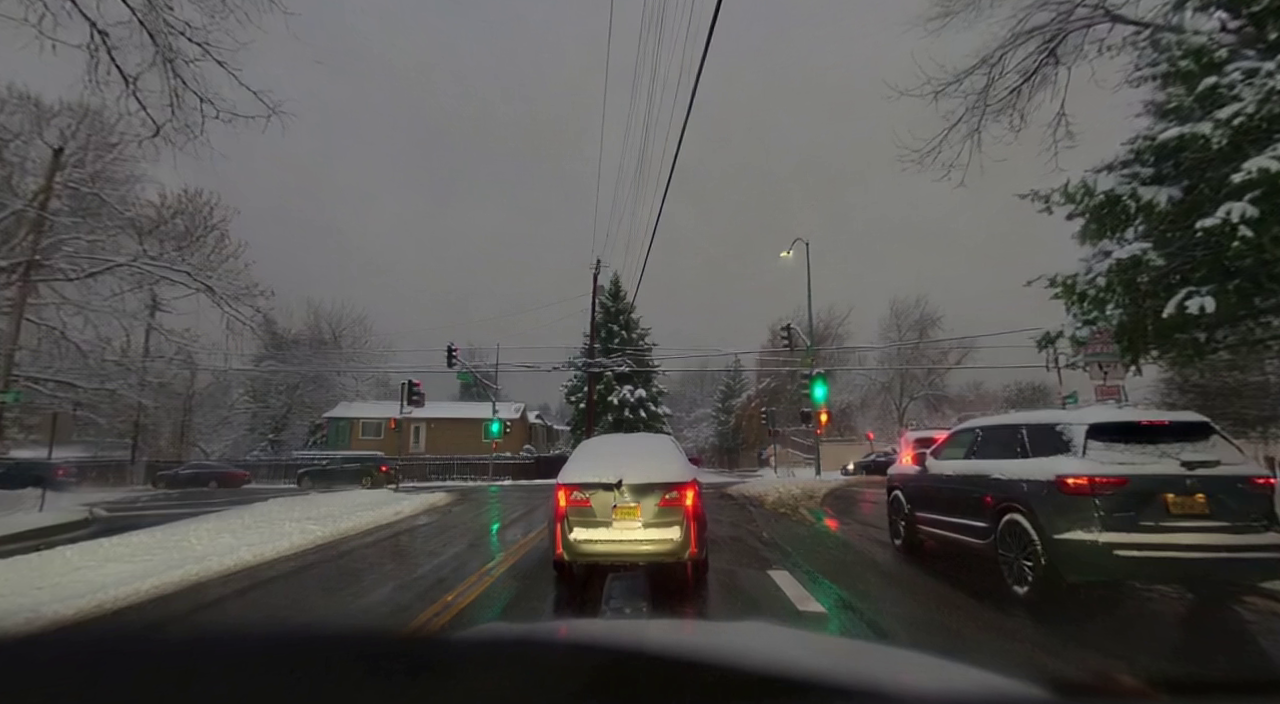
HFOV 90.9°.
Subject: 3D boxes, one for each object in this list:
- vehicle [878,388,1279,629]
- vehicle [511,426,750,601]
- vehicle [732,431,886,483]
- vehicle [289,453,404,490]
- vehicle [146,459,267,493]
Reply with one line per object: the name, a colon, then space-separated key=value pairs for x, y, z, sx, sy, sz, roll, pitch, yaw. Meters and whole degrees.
vehicle: x=4.618 y=1.566 z=7.383 sx=2.095 sy=1.836 sz=4.895 roll=-1 pitch=-8 yaw=5
vehicle: x=-0.019 y=1.744 z=7.826 sx=2.078 sy=1.506 sz=4.512 roll=0 pitch=-8 yaw=2
vehicle: x=6.798 y=4.321 z=26.123 sx=5.857 sy=2.016 sz=2.273 roll=-1 pitch=-8 yaw=7
vehicle: x=-13.776 y=5.595 z=29.660 sx=4.485 sy=1.625 sz=1.980 roll=-2 pitch=-9 yaw=9
vehicle: x=-21.064 y=6.003 z=30.673 sx=4.736 sy=1.475 sz=1.921 roll=-2 pitch=-8 yaw=9
